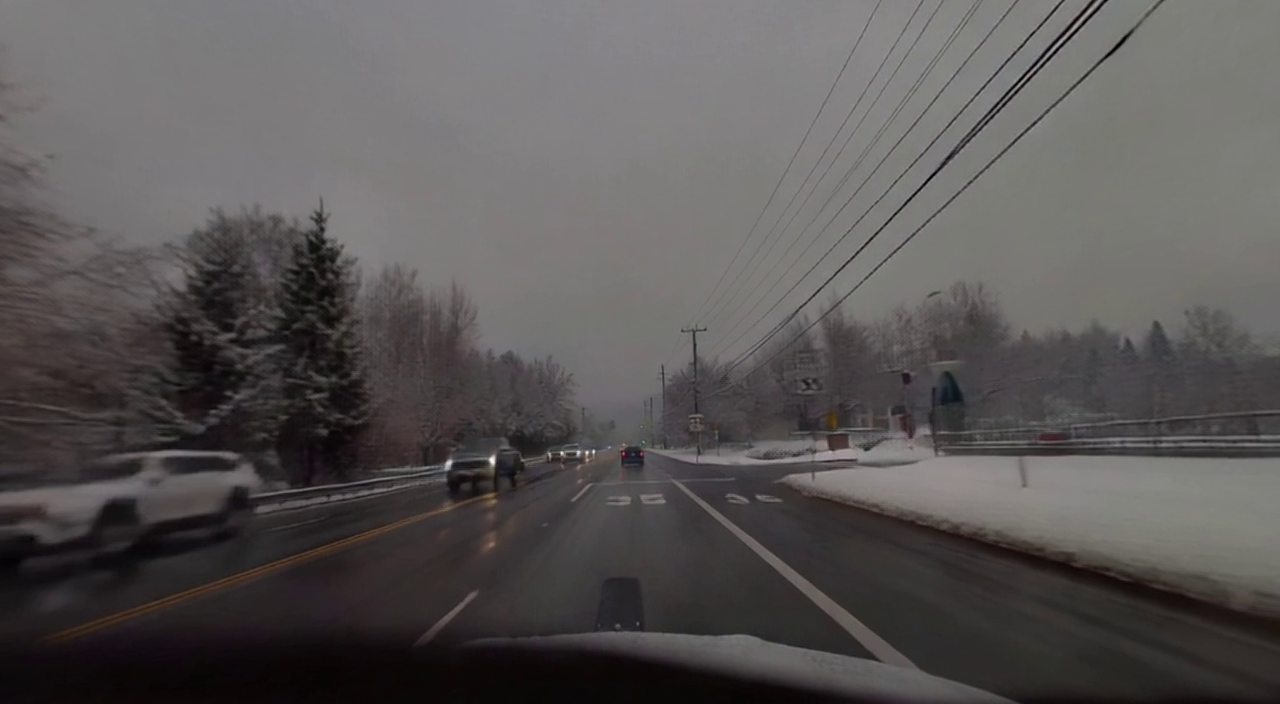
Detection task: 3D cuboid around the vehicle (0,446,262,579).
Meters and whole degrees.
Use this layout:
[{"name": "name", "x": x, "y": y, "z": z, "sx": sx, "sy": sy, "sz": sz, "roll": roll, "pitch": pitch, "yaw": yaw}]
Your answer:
[{"name": "vehicle", "x": -8.972, "y": 2.527, "z": 10.917, "sx": 1.988, "sy": 1.744, "sz": 4.687, "roll": -1, "pitch": -8, "yaw": 0}]

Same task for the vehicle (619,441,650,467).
[{"name": "vehicle", "x": -0.403, "y": 7.398, "z": 45.957, "sx": 2.163, "sy": 1.746, "sz": 4.073, "roll": 0, "pitch": -8, "yaw": -1}]

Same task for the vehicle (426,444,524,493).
[{"name": "vehicle", "x": -6.365, "y": 4.533, "z": 25.200, "sx": 2.305, "sy": 1.685, "sz": 5.690, "roll": -1, "pitch": -8, "yaw": 1}]
